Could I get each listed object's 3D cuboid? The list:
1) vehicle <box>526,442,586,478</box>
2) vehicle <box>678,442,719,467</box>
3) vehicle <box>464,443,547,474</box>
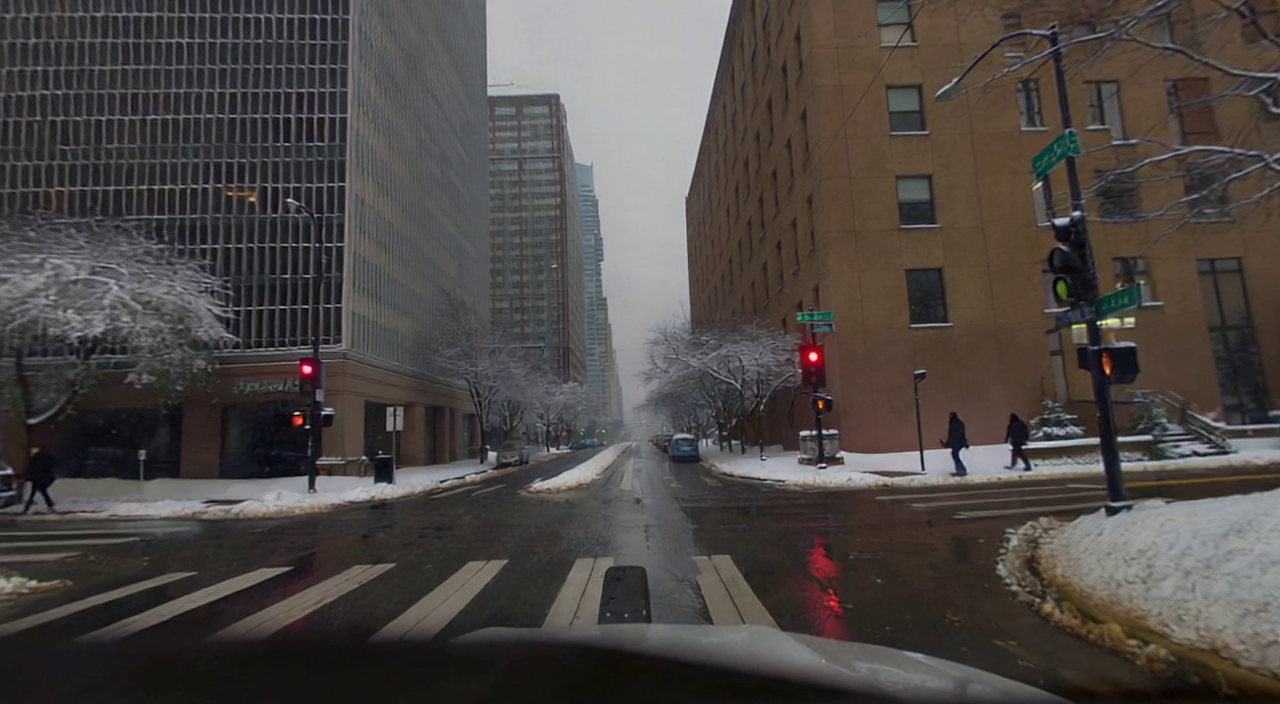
[{"bbox_3d":[-3.673,4.816,28.462,1.989,1.481,4.500,0,-8,1],"label":"vehicle"},{"bbox_3d":[3.536,6.282,38.862,1.853,1.426,4.160,1,-8,-3],"label":"vehicle"},{"bbox_3d":[-8.033,6.369,38.009,1.963,1.726,4.526,-8,-12,44],"label":"vehicle"}]
